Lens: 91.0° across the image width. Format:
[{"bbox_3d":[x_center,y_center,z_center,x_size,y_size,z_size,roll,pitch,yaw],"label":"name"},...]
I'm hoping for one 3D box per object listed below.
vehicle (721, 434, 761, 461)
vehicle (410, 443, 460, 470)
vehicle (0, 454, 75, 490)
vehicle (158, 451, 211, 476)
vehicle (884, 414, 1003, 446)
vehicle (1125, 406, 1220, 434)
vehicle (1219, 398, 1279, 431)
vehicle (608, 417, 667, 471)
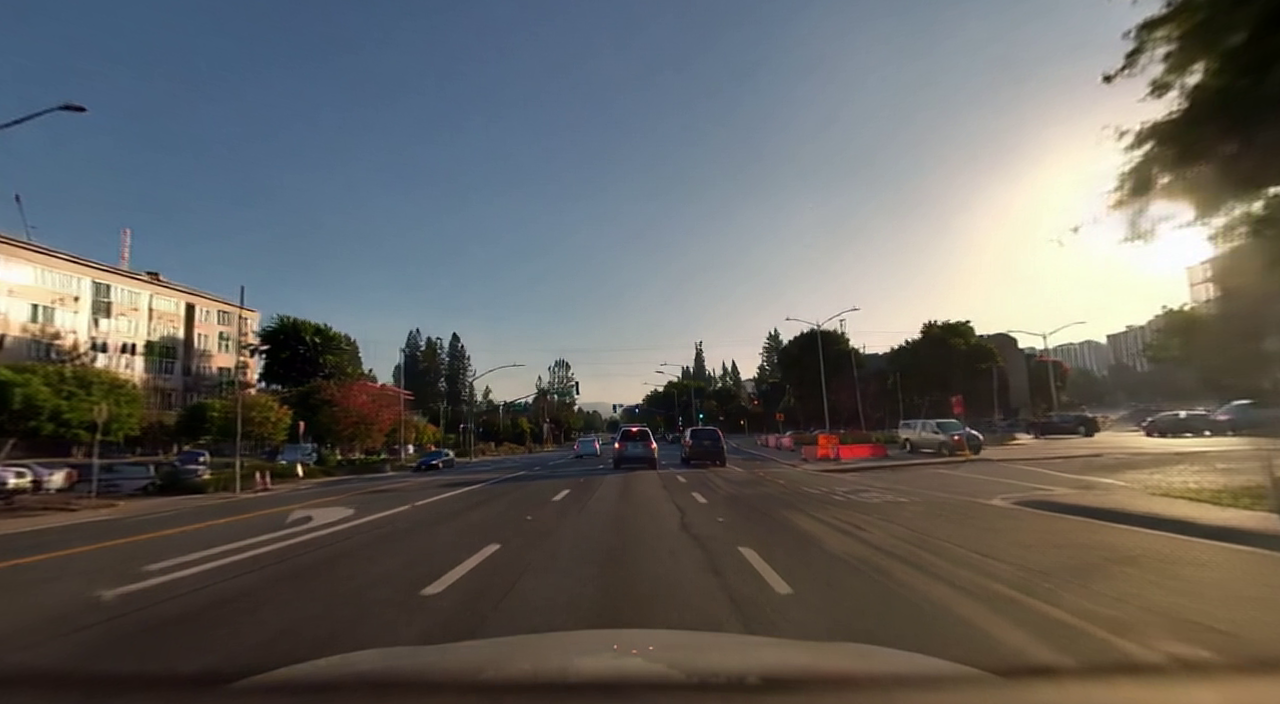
[{"bbox_3d":[5.921,5.647,37.324,2.145,1.503,4.267,-1,-9,7],"label":"vehicle"},{"bbox_3d":[-13.013,6.647,40.159,1.887,1.536,4.088,-2,-8,-1],"label":"vehicle"},{"bbox_3d":[-28.010,5.269,27.706,1.842,1.477,4.393,-8,-12,42],"label":"vehicle"},{"bbox_3d":[-33.220,8.082,45.843,4.692,1.720,1.941,-7,-11,40],"label":"vehicle"},{"bbox_3d":[15.004,3.925,31.212,4.986,1.467,2.025,-6,-10,34],"label":"vehicle"},{"bbox_3d":[31.025,4.054,36.868,1.810,1.448,4.550,-1,-9,4],"label":"vehicle"},{"bbox_3d":[35.609,3.679,36.471,1.999,1.667,4.518,-5,-10,31],"label":"vehicle"},{"bbox_3d":[-0.139,4.096,28.035,2.350,2.122,5.801,0,-9,-1],"label":"vehicle"}]
